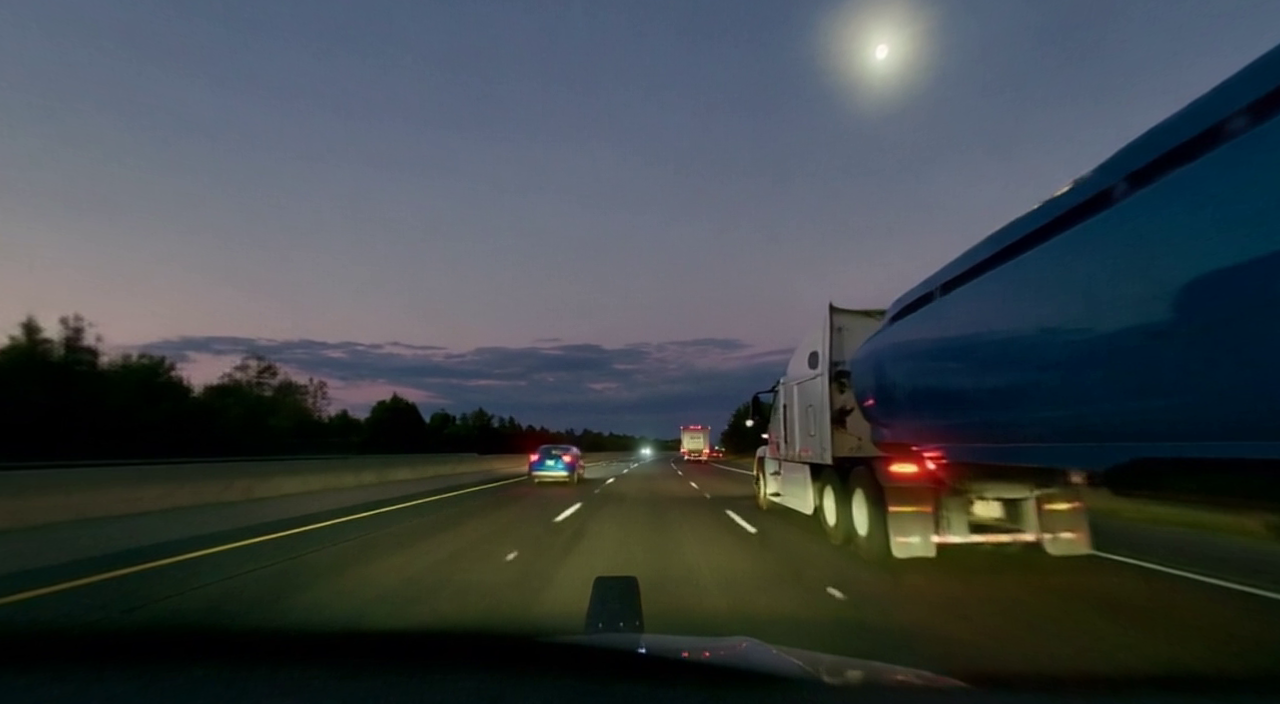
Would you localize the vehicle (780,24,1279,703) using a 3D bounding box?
[{"bbox_3d":[4.311,0.666,5.497,2.868,3.427,14.032,0,-9,0],"label":"vehicle"}]

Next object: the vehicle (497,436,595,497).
[{"bbox_3d":[-2.761,3.523,19.705,2.297,1.683,4.385,0,-9,1],"label":"vehicle"}]
